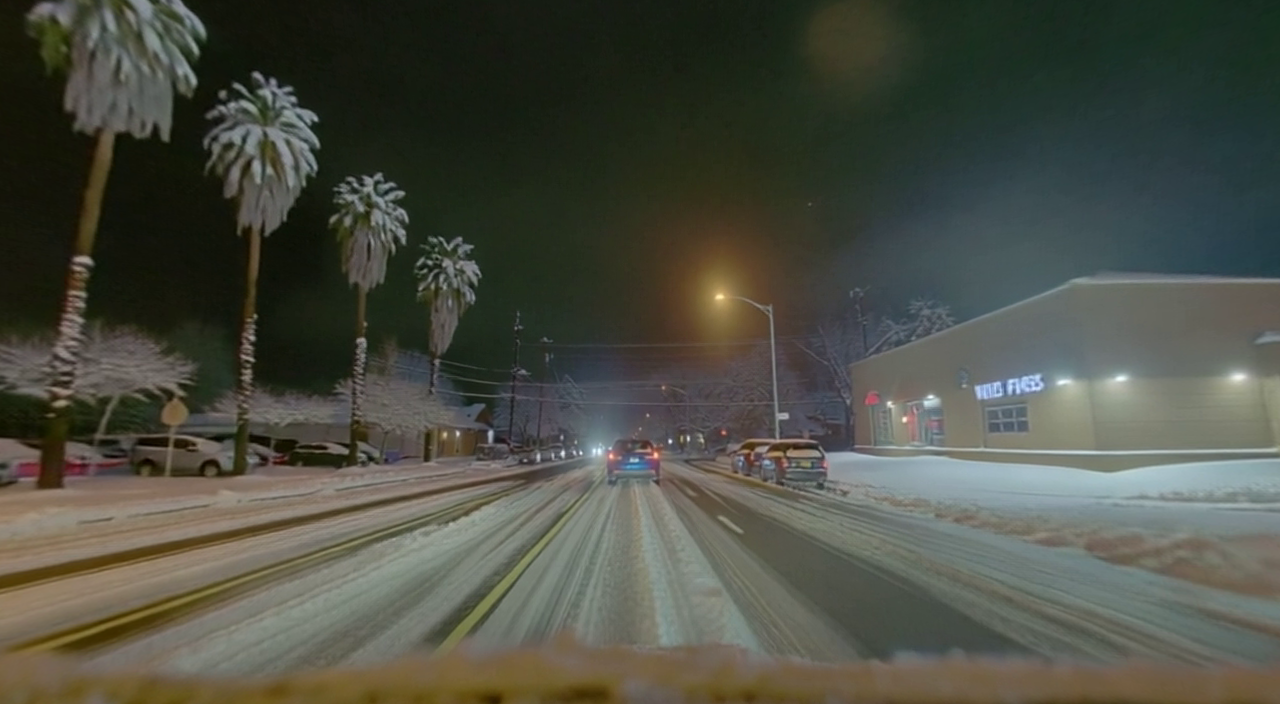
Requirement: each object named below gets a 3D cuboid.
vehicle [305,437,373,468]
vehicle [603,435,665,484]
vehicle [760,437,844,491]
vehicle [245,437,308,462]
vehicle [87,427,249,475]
[{"bbox_3d":[-17.649,5.894,37.151,2.084,1.678,4.707,1,-9,-6],"label":"vehicle"},{"bbox_3d":[-0.238,4.315,25.603,2.264,1.798,4.563,0,-9,-1],"label":"vehicle"},{"bbox_3d":[5.929,4.151,23.623,1.945,1.791,4.460,0,-9,0],"label":"vehicle"},{"bbox_3d":[-22.954,6.168,39.927,1.829,1.492,4.487,1,-9,-8],"label":"vehicle"},{"bbox_3d":[-19.058,4.001,25.577,4.976,1.741,1.986,7,-11,-40],"label":"vehicle"}]
